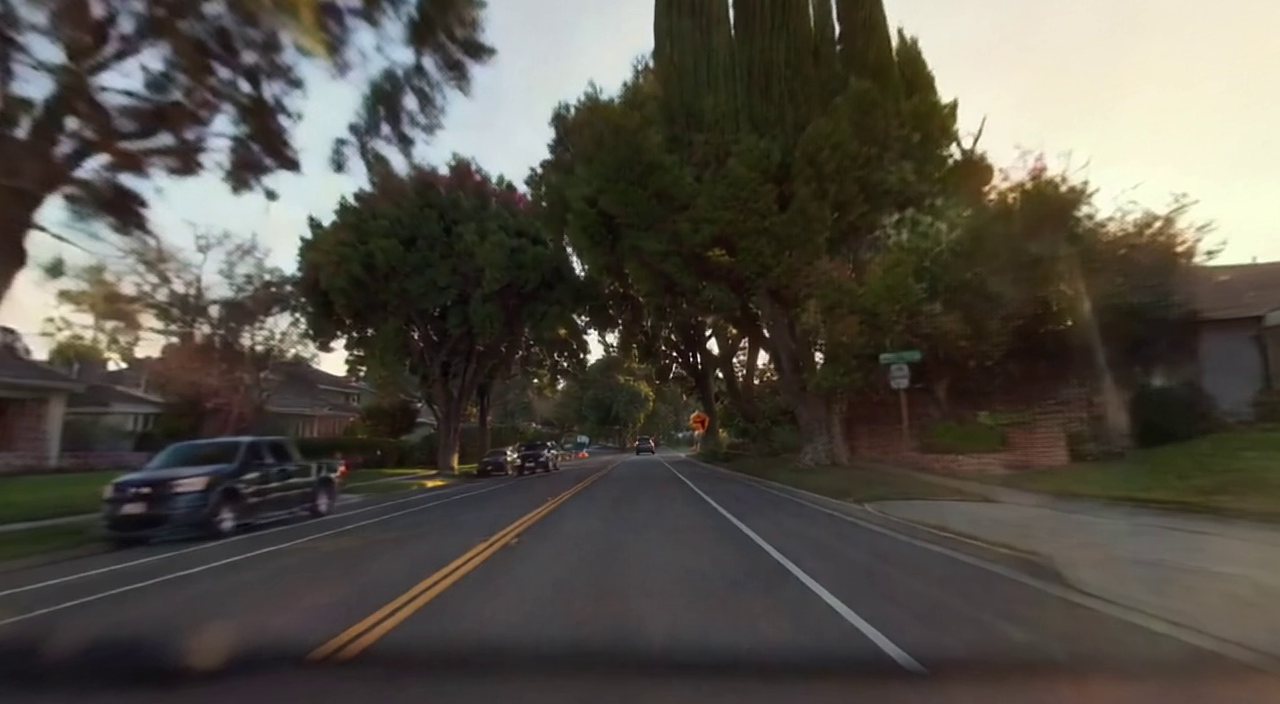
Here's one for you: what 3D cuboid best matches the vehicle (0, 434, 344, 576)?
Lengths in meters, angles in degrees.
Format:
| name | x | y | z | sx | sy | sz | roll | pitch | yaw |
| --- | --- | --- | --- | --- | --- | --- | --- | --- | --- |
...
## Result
| name | x | y | z | sx | sy | sz | roll | pitch | yaw |
| --- | --- | --- | --- | --- | --- | --- | --- | --- | --- |
| vehicle | -8.353 | 2.637 | 12.331 | 2.422 | 1.855 | 6.165 | -4 | -7 | -3 |

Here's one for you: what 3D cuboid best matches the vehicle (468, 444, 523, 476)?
| name | x | y | z | sx | sy | sz | roll | pitch | yaw |
| --- | --- | --- | --- | --- | --- | --- | --- | --- | --- |
| vehicle | -8.463 | 6.325 | 37.334 | 2.107 | 1.745 | 4.569 | 0 | -8 | 1 |

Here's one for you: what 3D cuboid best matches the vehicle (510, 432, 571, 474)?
| name | x | y | z | sx | sy | sz | roll | pitch | yaw |
| --- | --- | --- | --- | --- | --- | --- | --- | --- | --- |
| vehicle | -5.829 | 6.030 | 37.804 | 2.517 | 2.323 | 5.205 | 0 | -8 | 3 |
